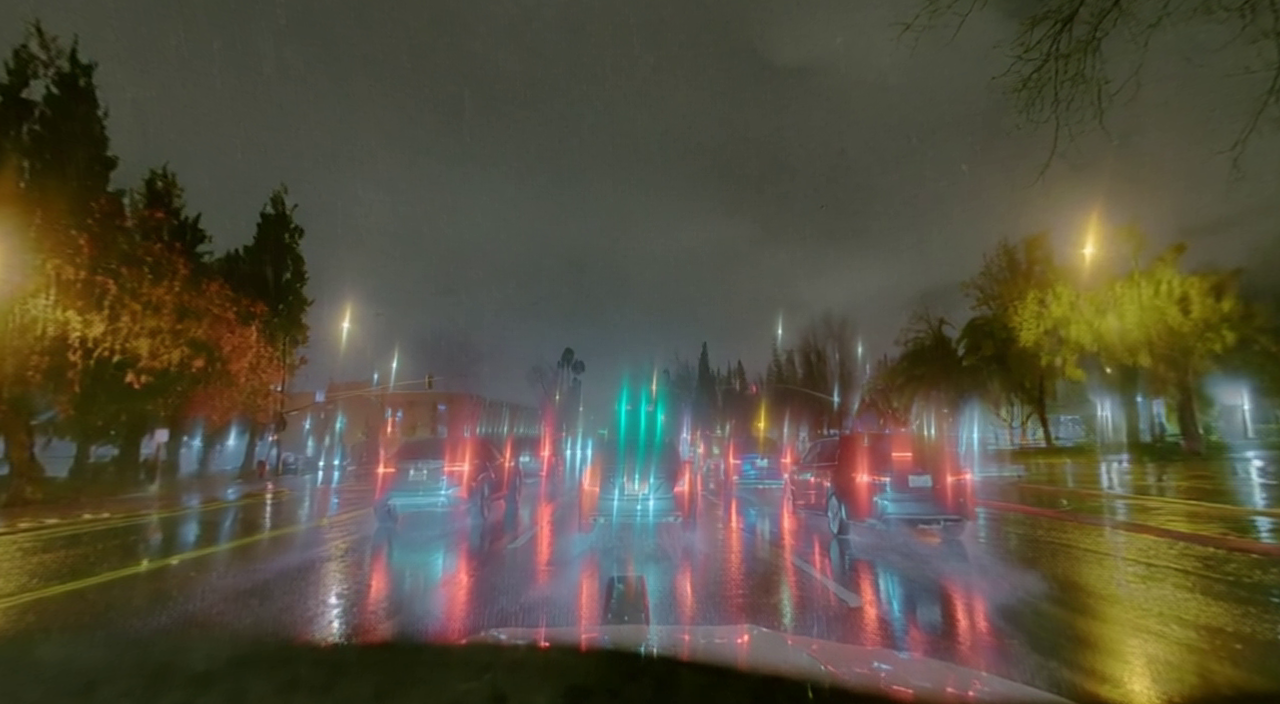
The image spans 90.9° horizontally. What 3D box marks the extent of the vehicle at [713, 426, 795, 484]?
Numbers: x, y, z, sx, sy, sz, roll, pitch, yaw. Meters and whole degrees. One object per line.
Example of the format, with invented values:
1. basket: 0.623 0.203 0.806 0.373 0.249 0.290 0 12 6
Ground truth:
1. vehicle: 4.189 3.911 24.211 2.142 1.957 5.443 0 -8 0

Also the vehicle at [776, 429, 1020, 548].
1. vehicle: 3.762 2.064 10.268 1.990 1.486 4.431 0 -8 -2

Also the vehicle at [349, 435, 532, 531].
1. vehicle: -3.435 2.327 11.811 2.002 1.465 4.098 0 -8 1

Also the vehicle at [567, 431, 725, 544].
1. vehicle: 0.030 2.098 10.423 2.101 1.480 3.929 0 -8 -1
